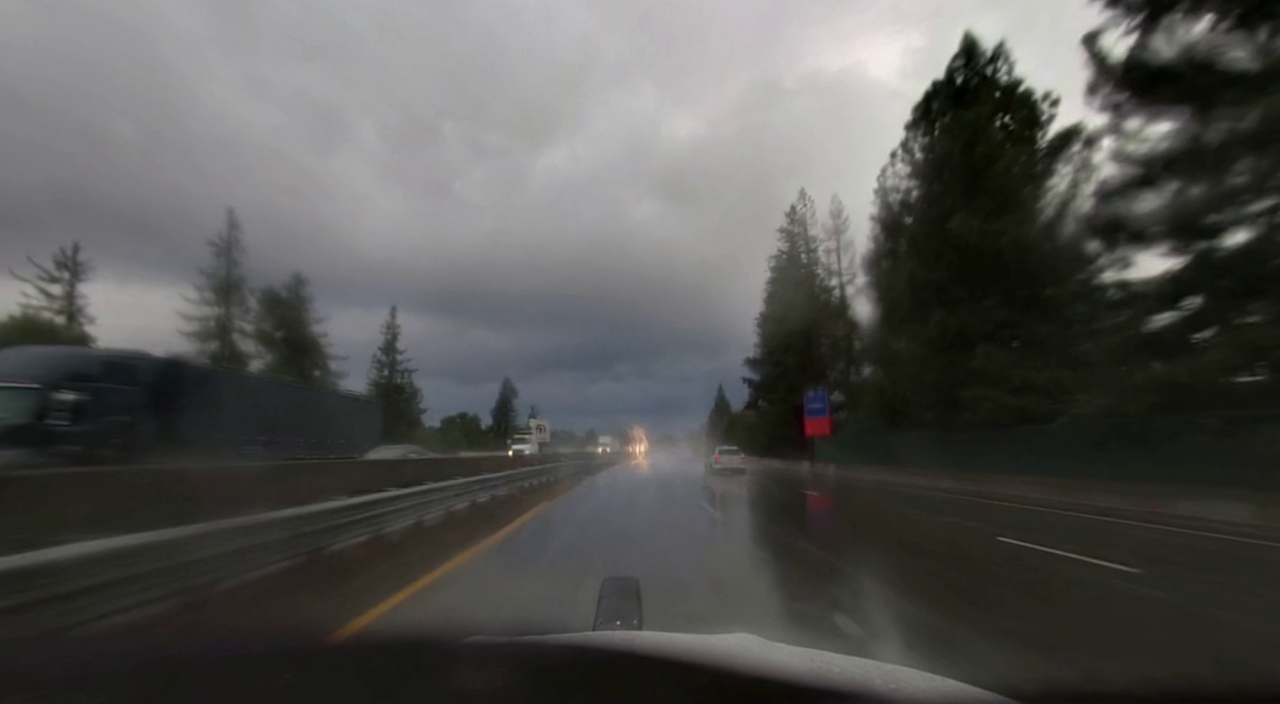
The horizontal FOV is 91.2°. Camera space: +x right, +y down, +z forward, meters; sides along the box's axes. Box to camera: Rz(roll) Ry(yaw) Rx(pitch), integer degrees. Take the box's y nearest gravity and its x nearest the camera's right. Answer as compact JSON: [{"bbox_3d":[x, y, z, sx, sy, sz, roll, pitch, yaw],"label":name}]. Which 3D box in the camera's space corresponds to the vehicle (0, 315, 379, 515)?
[{"bbox_3d":[-14.078,2.553,21.157,3.257,4.097,16.693,0,-9,0],"label":"vehicle"}]

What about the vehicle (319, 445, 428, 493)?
[{"bbox_3d":[-9.397,4.135,22.569,1.920,1.532,4.578,0,-9,0],"label":"vehicle"}]

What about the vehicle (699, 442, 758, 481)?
[{"bbox_3d":[4.125,5.195,29.965,2.089,1.660,4.729,0,-9,-1],"label":"vehicle"}]
